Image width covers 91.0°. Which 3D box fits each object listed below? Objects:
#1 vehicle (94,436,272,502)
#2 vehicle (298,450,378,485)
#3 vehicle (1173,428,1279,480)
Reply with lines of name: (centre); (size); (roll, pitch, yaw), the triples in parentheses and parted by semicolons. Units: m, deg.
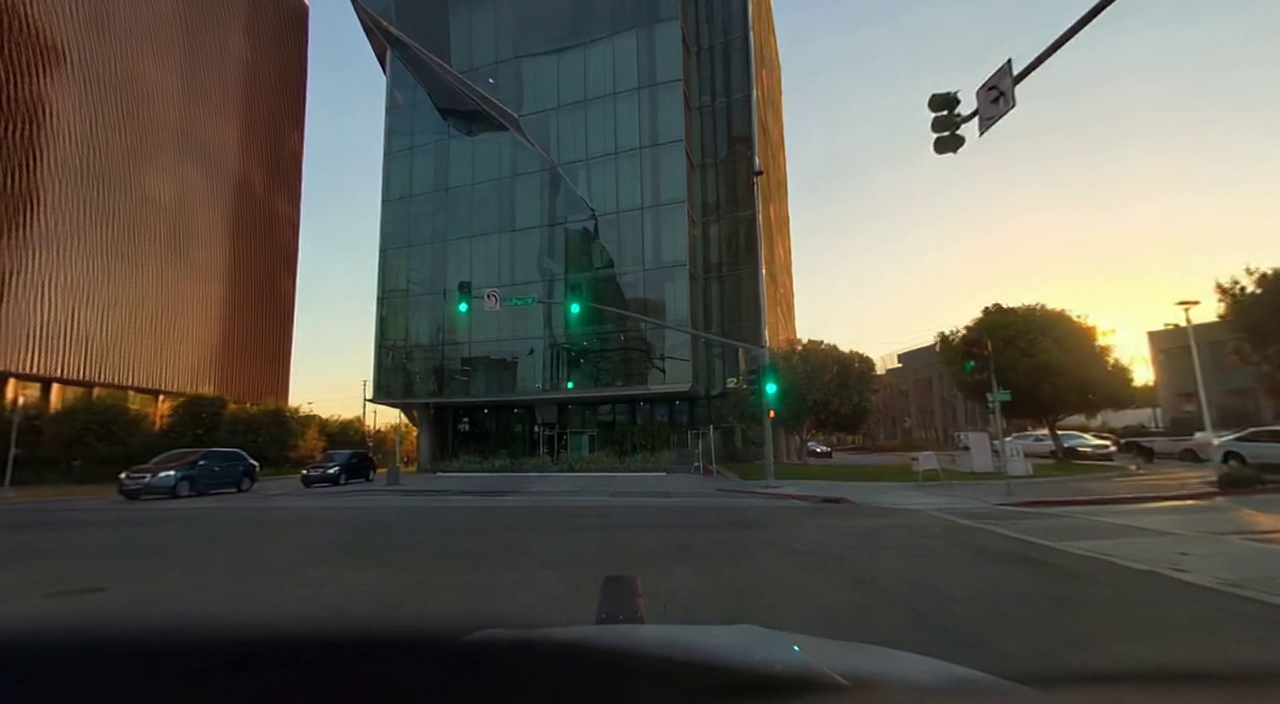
vehicle: (-14.910, 3.825, 21.051); (2.091, 1.915, 5.040); (0, -9, 0)
vehicle: (-15.102, 5.775, 31.768); (1.932, 1.605, 4.146); (0, -9, 0)
vehicle: (19.062, 3.090, 19.115); (1.834, 1.480, 4.458); (0, -9, -1)
